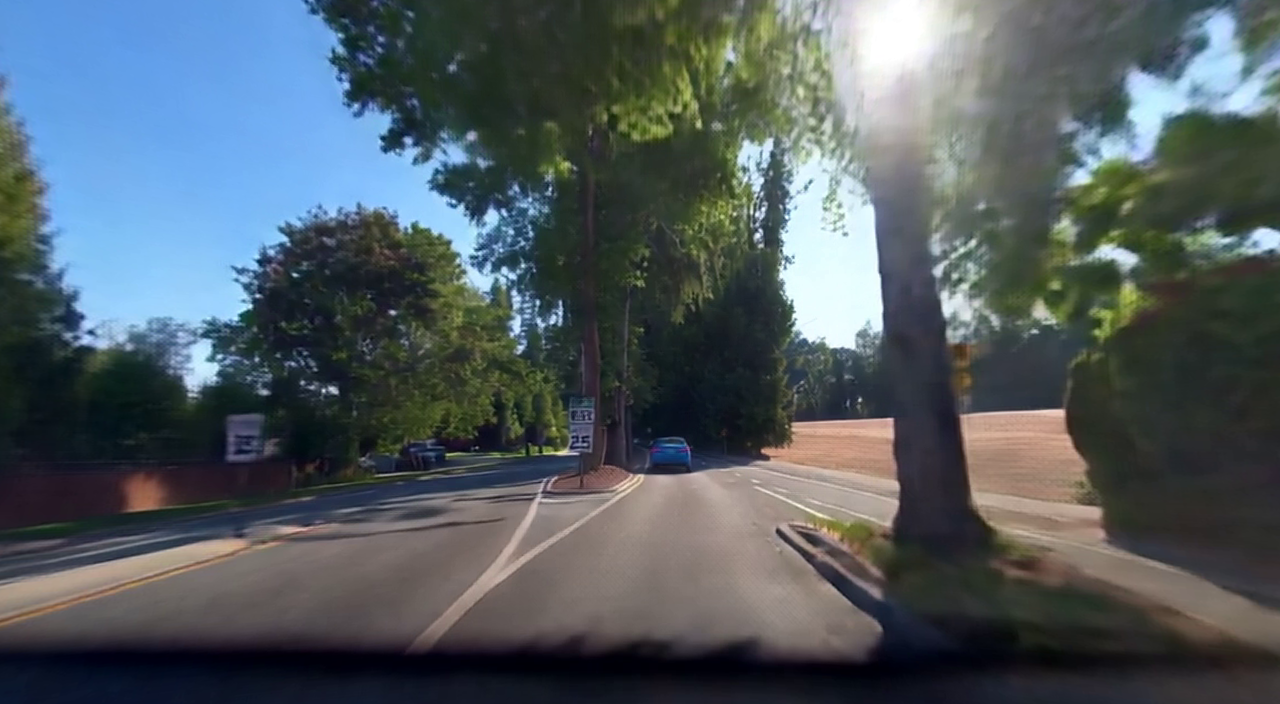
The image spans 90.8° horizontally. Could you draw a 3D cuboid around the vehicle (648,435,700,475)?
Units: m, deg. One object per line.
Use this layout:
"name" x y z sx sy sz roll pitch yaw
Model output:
"vehicle" 1.511 4.764 29.316 2.216 1.708 4.110 0 -9 1
